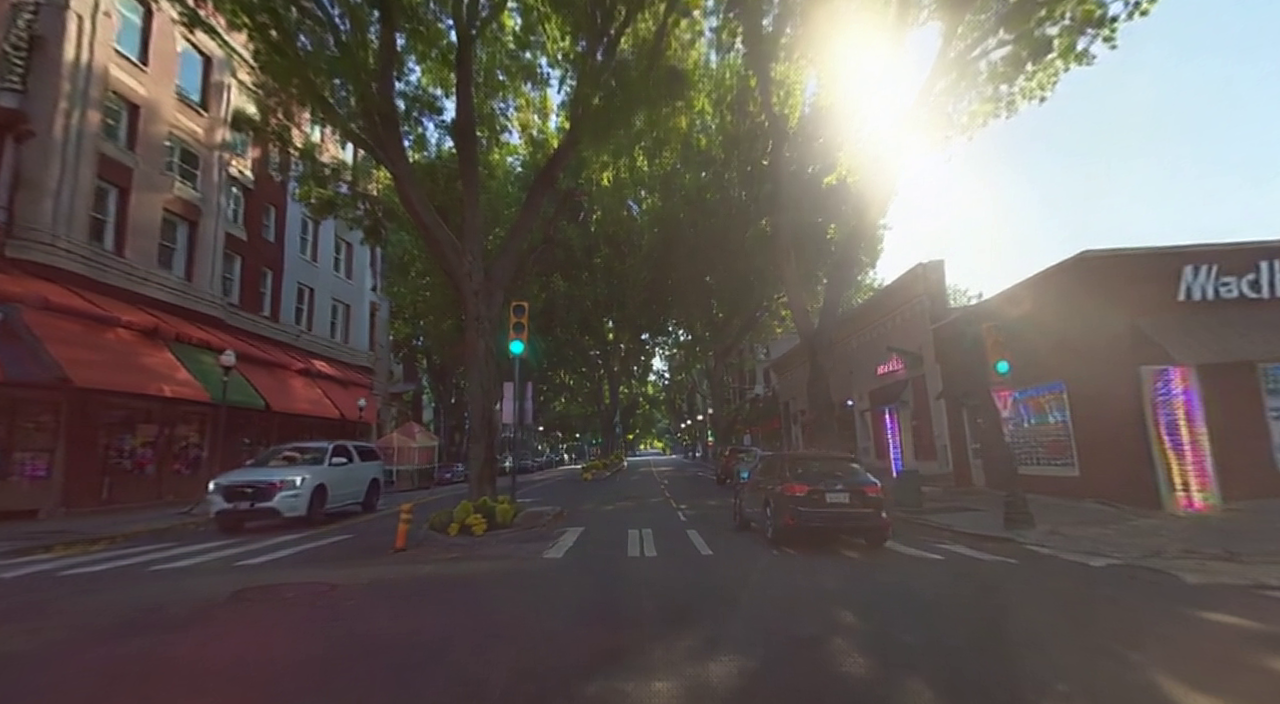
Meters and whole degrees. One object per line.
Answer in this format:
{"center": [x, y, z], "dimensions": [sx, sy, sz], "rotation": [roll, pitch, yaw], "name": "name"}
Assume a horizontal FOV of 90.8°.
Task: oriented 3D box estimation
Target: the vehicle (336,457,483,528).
{"center": [-5.637, 3.474, 16.203], "dimensions": [1.983, 1.438, 4.559], "rotation": [0, -8, 1], "name": "vehicle"}

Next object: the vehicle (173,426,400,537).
{"center": [-8.672, 3.197, 16.473], "dimensions": [2.489, 2.323, 5.843], "rotation": [0, -8, 0], "name": "vehicle"}

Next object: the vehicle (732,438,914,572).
{"center": [2.531, 2.151, 9.477], "dimensions": [1.822, 1.654, 2.794], "rotation": [0, -8, -1], "name": "vehicle"}
